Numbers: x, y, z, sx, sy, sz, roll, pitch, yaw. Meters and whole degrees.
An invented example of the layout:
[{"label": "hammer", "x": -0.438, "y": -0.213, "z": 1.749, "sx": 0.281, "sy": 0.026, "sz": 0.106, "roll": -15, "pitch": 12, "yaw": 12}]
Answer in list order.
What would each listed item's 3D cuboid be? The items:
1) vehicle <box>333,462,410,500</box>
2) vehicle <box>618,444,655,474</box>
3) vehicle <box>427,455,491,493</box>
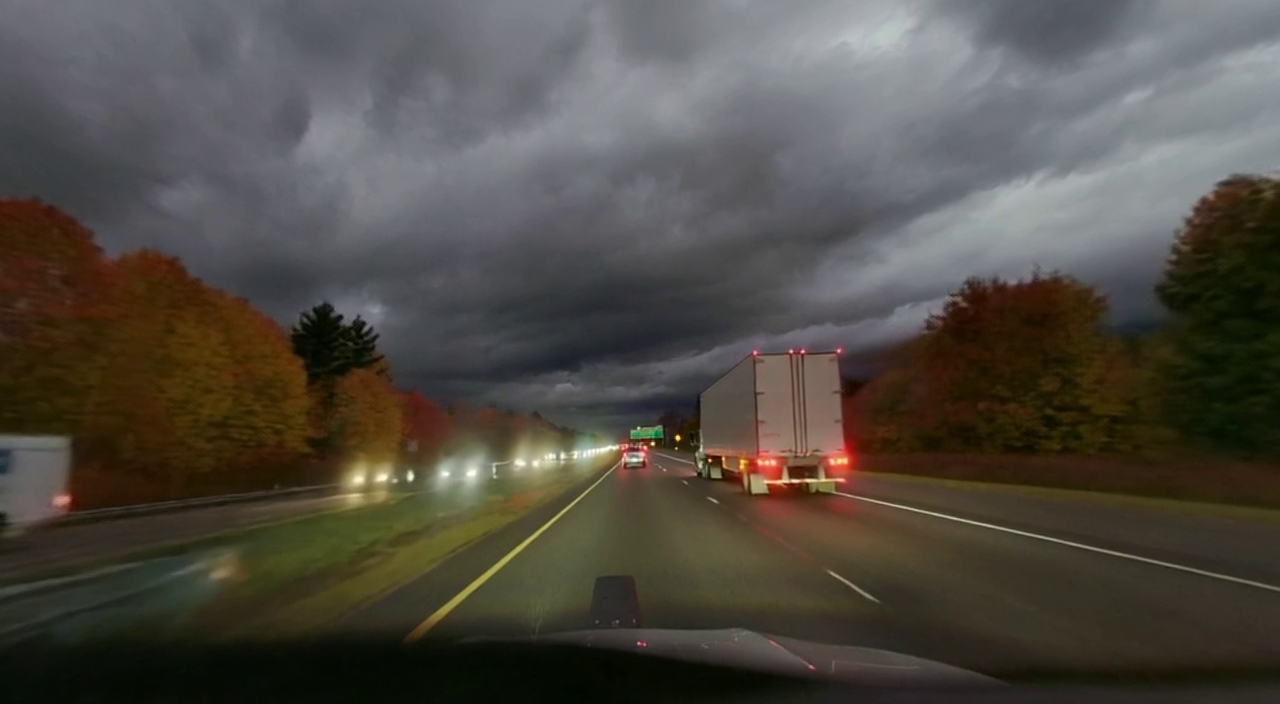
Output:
[{"label": "vehicle", "x": -12.614, "y": 6.063, "z": 29.724, "sx": 1.889, "sy": 1.569, "sz": 4.097, "roll": -1, "pitch": -9, "yaw": 0}, {"label": "vehicle", "x": -0.231, "y": 6.683, "z": 39.352, "sx": 2.168, "sy": 1.705, "sz": 4.272, "roll": -1, "pitch": -9, "yaw": -1}, {"label": "vehicle", "x": -8.954, "y": 6.022, "z": 31.319, "sx": 1.967, "sy": 1.682, "sz": 4.187, "roll": -1, "pitch": -9, "yaw": 0}]
